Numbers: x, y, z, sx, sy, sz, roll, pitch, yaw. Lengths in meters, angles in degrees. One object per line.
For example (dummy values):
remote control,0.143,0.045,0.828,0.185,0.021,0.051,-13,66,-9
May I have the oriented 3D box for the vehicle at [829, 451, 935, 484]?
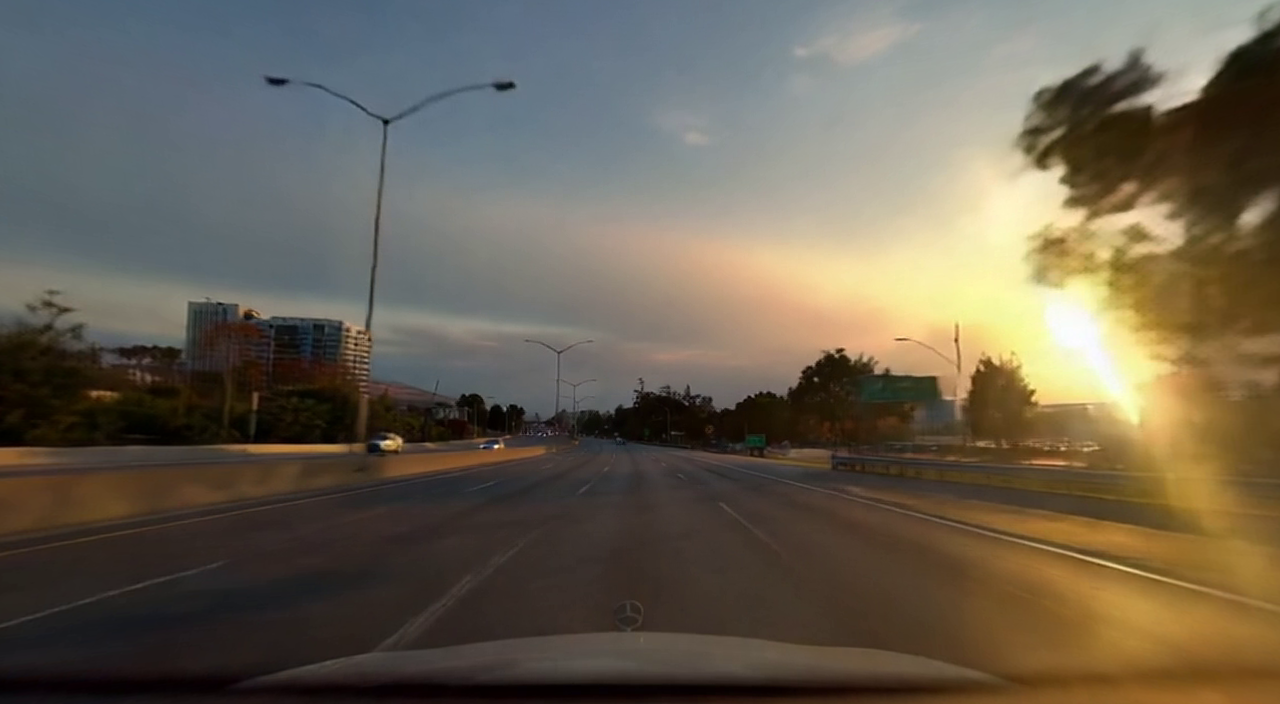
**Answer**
vehicle,9.348,4.490,24.801,2.635,1.057,4.249,1,-8,2
